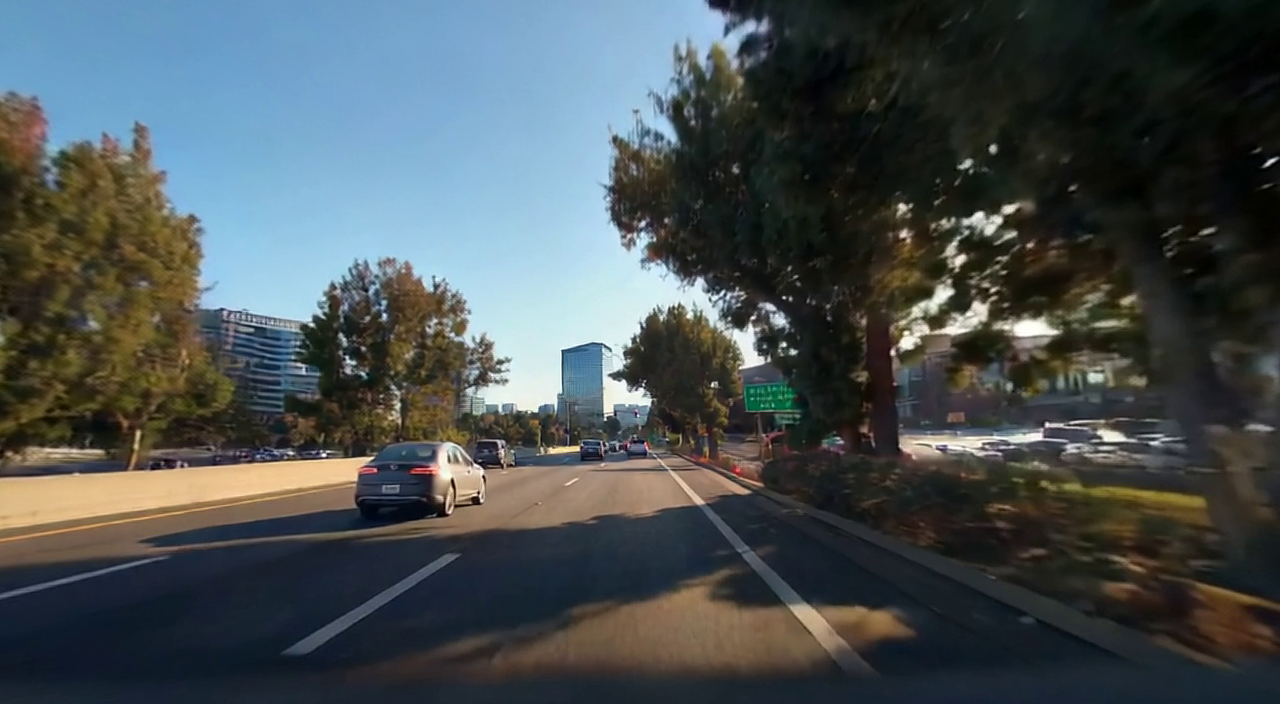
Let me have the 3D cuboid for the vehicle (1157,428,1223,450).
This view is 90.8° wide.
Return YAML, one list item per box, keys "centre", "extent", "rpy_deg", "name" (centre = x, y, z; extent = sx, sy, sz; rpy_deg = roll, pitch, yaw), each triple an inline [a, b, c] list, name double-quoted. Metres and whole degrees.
- centre: [40.226, 6.349, 46.176]
  extent: [3.959, 1.533, 1.964]
  rpy_deg: [4, -9, -23]
  name: "vehicle"

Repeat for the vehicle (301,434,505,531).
- centre: [-4.170, 2.357, 12.110]
  extent: [1.920, 1.480, 4.549]
  rpy_deg: [-1, -8, 3]
  name: "vehicle"

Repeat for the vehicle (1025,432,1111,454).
- centre: [29.526, 6.319, 43.753]
  extent: [4.650, 1.445, 1.982]
  rpy_deg: [-5, -10, 28]
  name: "vehicle"

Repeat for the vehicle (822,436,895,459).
- centre: [14.735, 6.403, 42.550]
  extent: [4.505, 1.472, 2.020]
  rpy_deg: [4, -9, -27]
  name: "vehicle"

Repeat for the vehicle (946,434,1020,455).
- centre: [24.972, 6.753, 46.181]
  extent: [4.528, 1.450, 1.889]
  rpy_deg: [-4, -9, 25]
  name: "vehicle"

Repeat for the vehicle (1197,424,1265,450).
- centre: [40.008, 5.761, 42.731]
  extent: [4.191, 1.660, 2.091]
  rpy_deg: [5, -10, -30]
  name: "vehicle"
